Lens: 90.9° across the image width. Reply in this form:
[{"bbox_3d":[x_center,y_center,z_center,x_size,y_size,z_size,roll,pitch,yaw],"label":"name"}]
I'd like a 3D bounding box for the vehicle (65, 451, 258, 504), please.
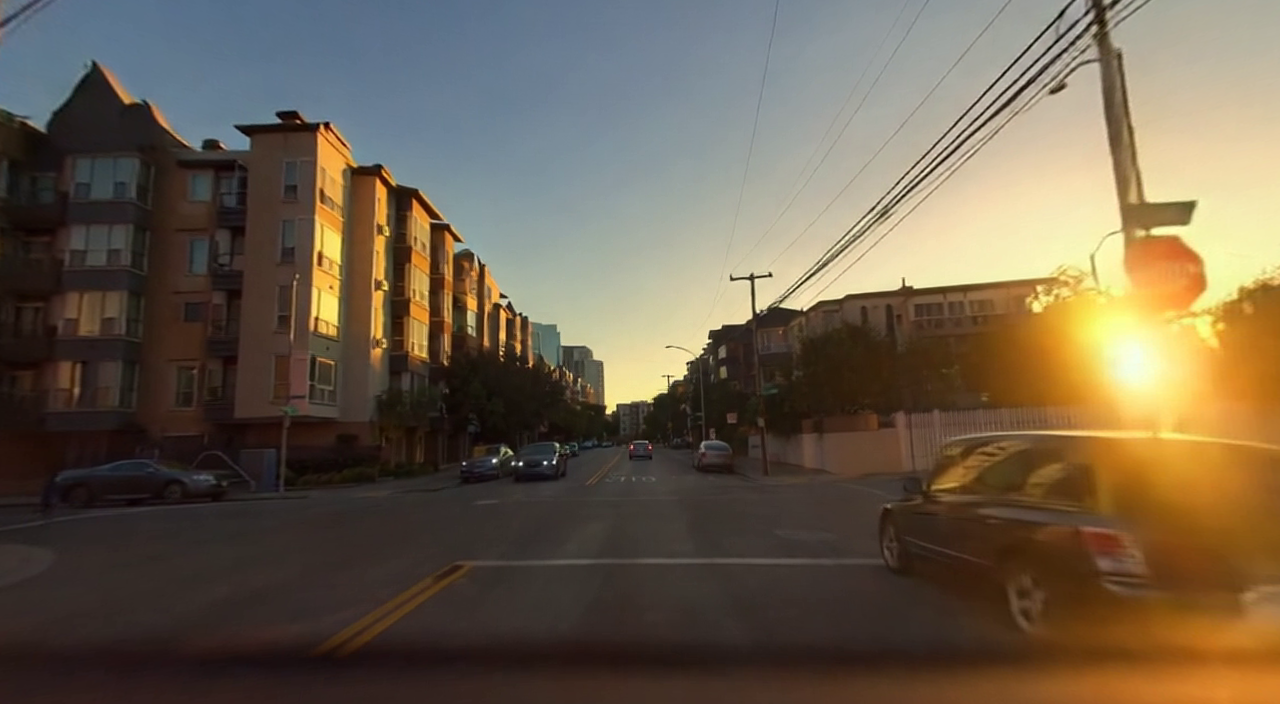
[{"bbox_3d":[-17.254,4.522,22.940,5.354,1.773,1.991,0,-9,0],"label":"vehicle"}]

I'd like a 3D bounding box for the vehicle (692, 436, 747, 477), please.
[{"bbox_3d":[3.811,5.138,31.148,2.164,1.721,4.416,-4,-9,1],"label":"vehicle"}]

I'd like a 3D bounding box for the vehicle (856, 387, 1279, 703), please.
[{"bbox_3d":[3.555,1.345,5.328,1.994,1.697,4.274,0,-9,1],"label":"vehicle"}]

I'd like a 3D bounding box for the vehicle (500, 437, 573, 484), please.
[{"bbox_3d":[-4.295,4.574,26.893,2.201,1.801,4.750,0,-9,1],"label":"vehicle"}]

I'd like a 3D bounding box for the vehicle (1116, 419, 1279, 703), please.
[{"bbox_3d":[3.373,0.769,0.797,1.888,1.495,4.567,0,-9,-1],"label":"vehicle"}]

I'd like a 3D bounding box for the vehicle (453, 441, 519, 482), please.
[{"bbox_3d":[-7.620,5.450,31.630,2.140,1.874,4.475,0,-9,0],"label":"vehicle"}]
